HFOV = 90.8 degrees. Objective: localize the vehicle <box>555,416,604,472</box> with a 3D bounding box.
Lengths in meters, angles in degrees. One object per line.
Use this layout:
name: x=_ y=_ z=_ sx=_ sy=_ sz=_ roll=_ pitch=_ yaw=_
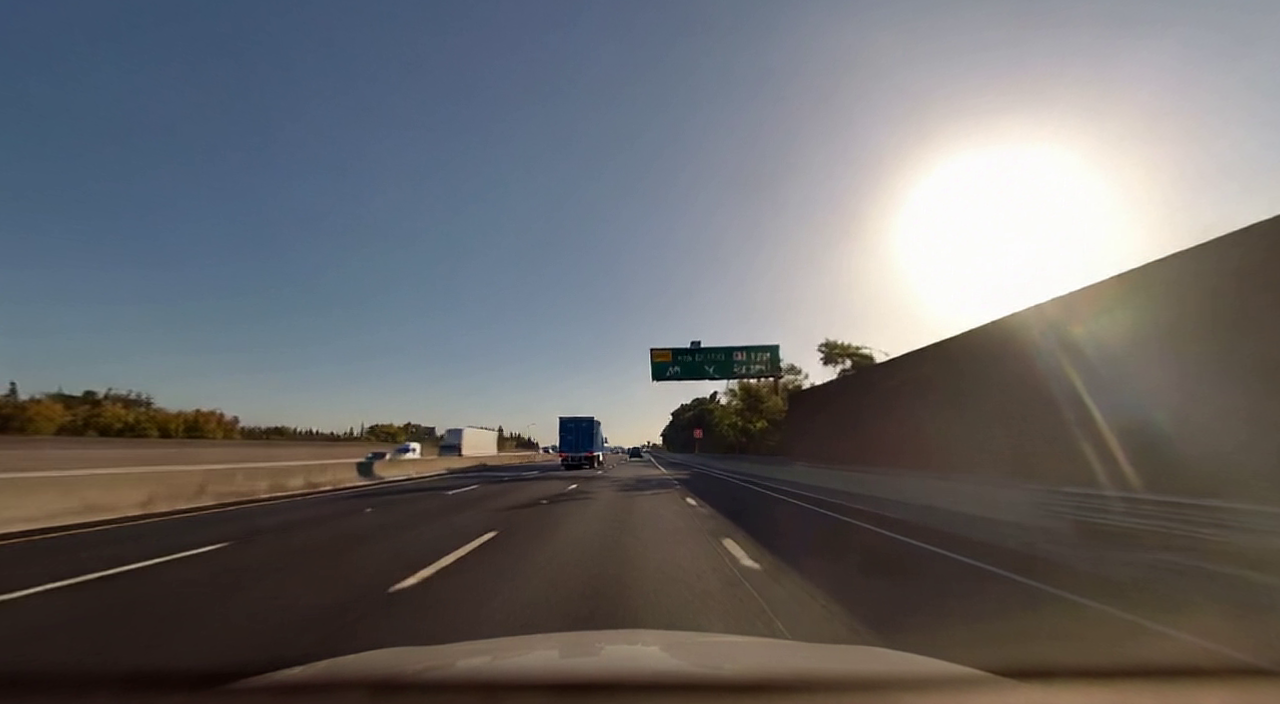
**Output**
vehicle: x=-4.013 y=6.373 z=43.519 sx=2.707 sy=3.461 sz=7.191 roll=0 pitch=-9 yaw=-1
